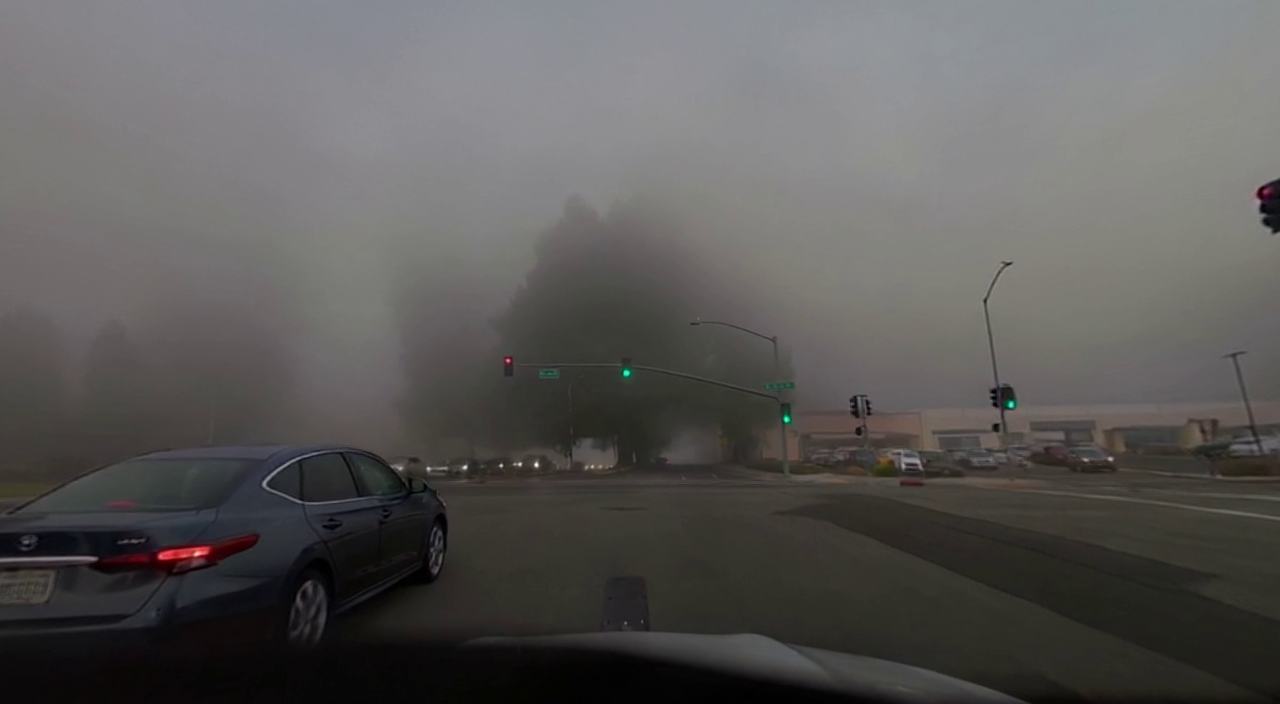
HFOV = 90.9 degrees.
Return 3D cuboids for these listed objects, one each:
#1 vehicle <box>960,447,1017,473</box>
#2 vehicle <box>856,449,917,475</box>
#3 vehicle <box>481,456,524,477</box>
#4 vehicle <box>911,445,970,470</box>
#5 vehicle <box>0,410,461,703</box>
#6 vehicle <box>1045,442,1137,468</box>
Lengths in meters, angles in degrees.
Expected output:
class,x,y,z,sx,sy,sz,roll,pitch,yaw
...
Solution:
class,x,y,z,sx,sy,sz,roll,pitch,yaw
vehicle,20.700,6.350,37.359,1.930,1.410,4.313,-8,-11,41
vehicle,16.243,7.194,41.417,2.060,1.445,4.712,-9,-10,42
vehicle,-10.379,8.680,47.969,2.001,1.458,4.278,-1,-9,5
vehicle,18.627,6.482,38.968,1.945,1.434,4.293,-8,-12,42
vehicle,-2.931,1.285,4.394,1.924,1.482,4.734,0,-8,1
vehicle,28.949,6.598,40.466,4.678,1.558,1.883,1,-9,-8
